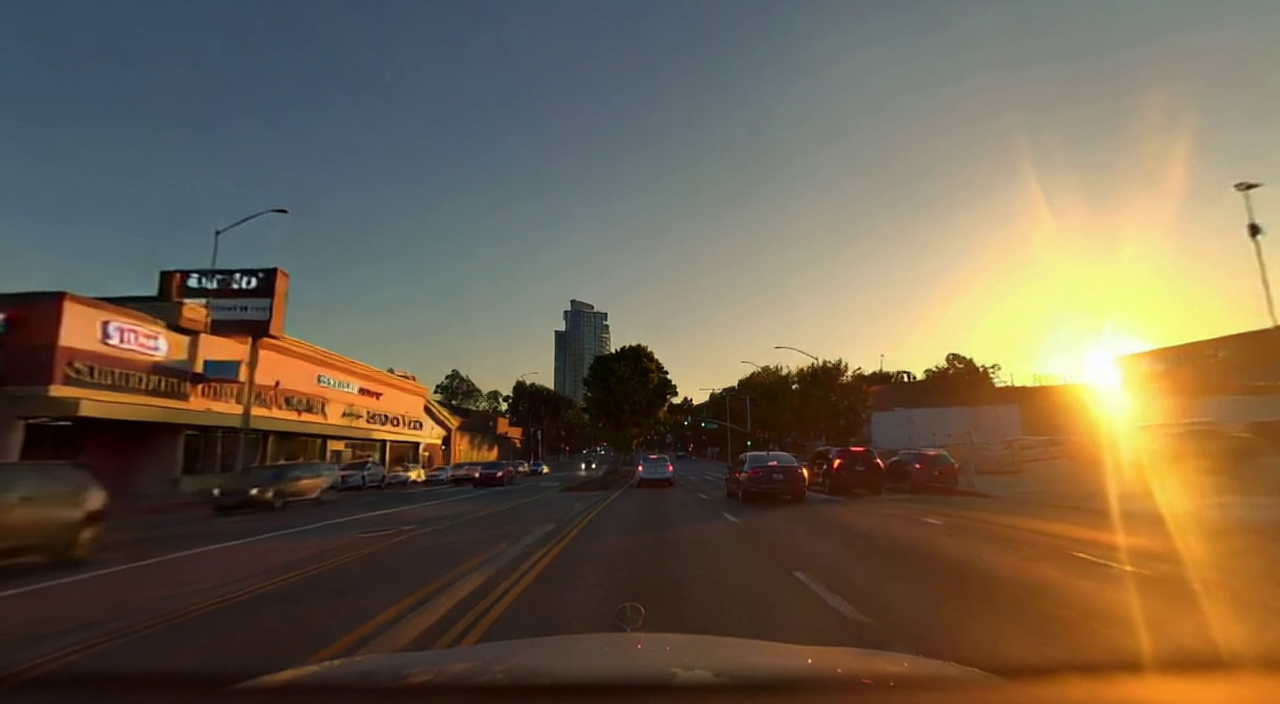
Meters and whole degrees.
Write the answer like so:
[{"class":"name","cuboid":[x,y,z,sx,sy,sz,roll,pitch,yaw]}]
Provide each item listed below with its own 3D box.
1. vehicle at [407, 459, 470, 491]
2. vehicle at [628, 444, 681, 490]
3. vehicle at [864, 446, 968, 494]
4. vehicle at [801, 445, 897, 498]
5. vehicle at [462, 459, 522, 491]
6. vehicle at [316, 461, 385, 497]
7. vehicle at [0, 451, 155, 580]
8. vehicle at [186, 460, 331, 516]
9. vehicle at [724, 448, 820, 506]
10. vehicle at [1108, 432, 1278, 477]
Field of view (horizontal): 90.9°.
[{"class":"vehicle","cuboid":[-11.950,7.306,37.768,2.183,1.674,4.481,-1,-8,1]},{"class":"vehicle","cuboid":[0.662,5.136,28.602,2.210,1.861,4.280,0,-8,1]},{"class":"vehicle","cuboid":[10.998,4.762,25.566,2.106,1.712,4.769,0,-10,1]},{"class":"vehicle","cuboid":[7.558,4.316,23.354,2.040,1.738,4.414,0,-8,0]},{"class":"vehicle","cuboid":[-7.924,6.637,34.271,2.078,1.465,4.632,-1,-8,1]},{"class":"vehicle","cuboid":[-18.034,7.878,39.533,1.878,1.760,4.876,-1,-6,2]},{"class":"vehicle","cuboid":[-8.789,2.017,7.671,1.906,1.519,4.797,0,-8,1]},{"class":"vehicle","cuboid":[-12.162,4.316,20.525,1.846,1.461,4.488,0,-8,1]},{"class":"vehicle","cuboid":[3.905,3.752,19.459,1.963,1.484,4.609,0,-8,0]},{"class":"vehicle","cuboid":[22.025,4.097,25.314,4.718,1.628,2.008,-2,-8,5]}]
